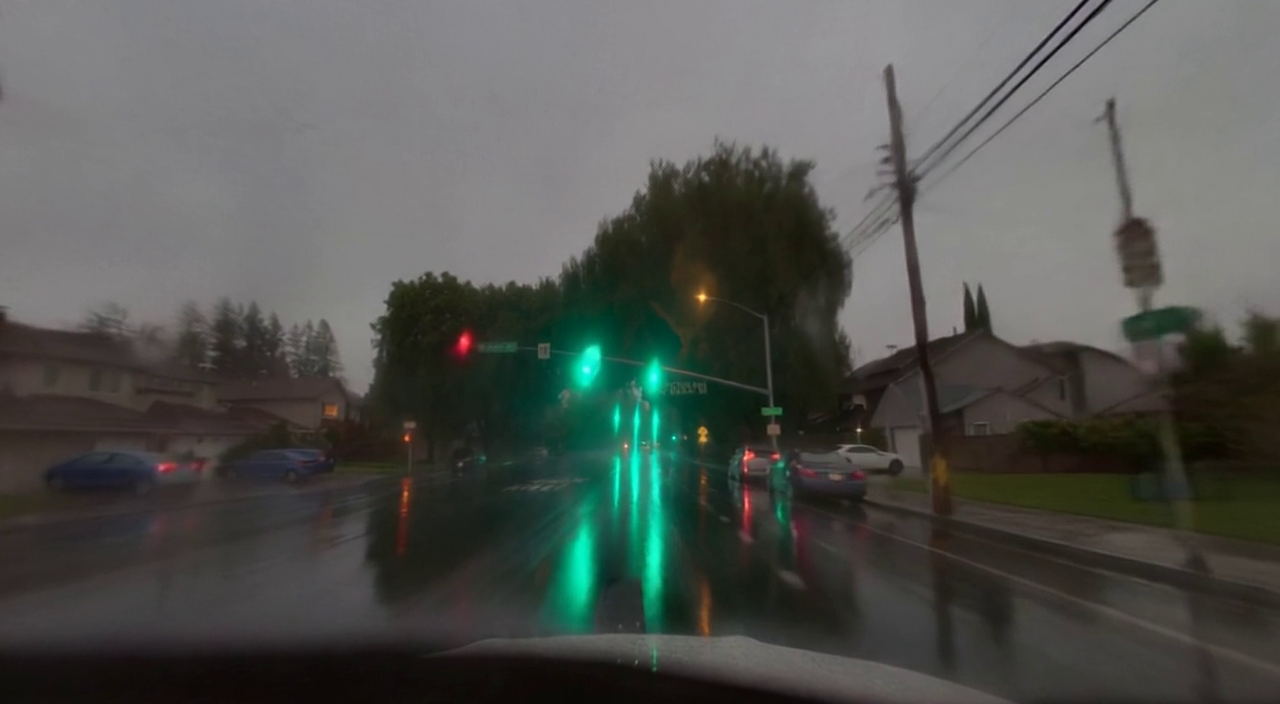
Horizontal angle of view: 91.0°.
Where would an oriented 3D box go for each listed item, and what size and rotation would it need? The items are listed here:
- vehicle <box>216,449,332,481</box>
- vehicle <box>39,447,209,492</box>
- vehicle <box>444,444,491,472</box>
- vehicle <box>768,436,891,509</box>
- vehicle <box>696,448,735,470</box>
[{"bbox_3d":[-17.638,5.443,30.497,4.349,1.457,1.997,0,-9,-1],"label":"vehicle"},{"bbox_3d":[-18.121,4.111,22.252,4.355,1.482,1.794,0,-9,0],"label":"vehicle"},{"bbox_3d":[-11.892,7.376,43.671,2.061,1.760,4.569,-1,-10,-1],"label":"vehicle"},{"bbox_3d":[5.319,3.422,18.348,2.164,1.729,4.488,3,-9,-1],"label":"vehicle"},{"bbox_3d":[5.326,7.601,45.036,2.002,1.461,4.673,1,-9,-2],"label":"vehicle"}]
